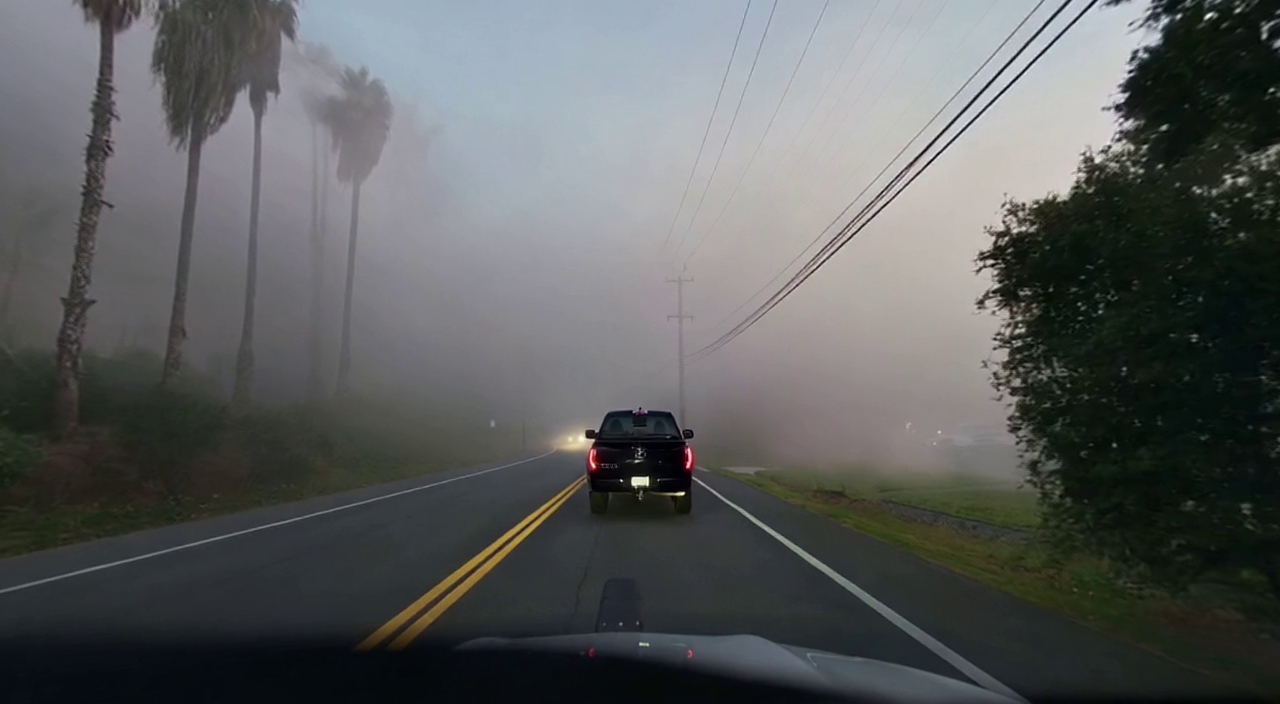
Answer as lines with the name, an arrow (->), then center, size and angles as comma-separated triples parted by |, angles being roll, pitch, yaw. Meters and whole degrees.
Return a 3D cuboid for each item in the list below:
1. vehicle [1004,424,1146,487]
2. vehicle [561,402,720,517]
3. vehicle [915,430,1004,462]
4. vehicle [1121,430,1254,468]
vehicle -> 16.121, 3.895, 23.934 | 2.338, 1.917, 6.076 | -6, -10, 15
vehicle -> 0.000, 2.366, 14.361 | 2.848, 2.047, 5.885 | 0, -8, 0
vehicle -> 20.630, 6.160, 41.214 | 2.277, 1.836, 6.267 | -1, -9, -3
vehicle -> 24.634, 4.402, 28.503 | 4.314, 1.553, 1.948 | 0, -11, -6
